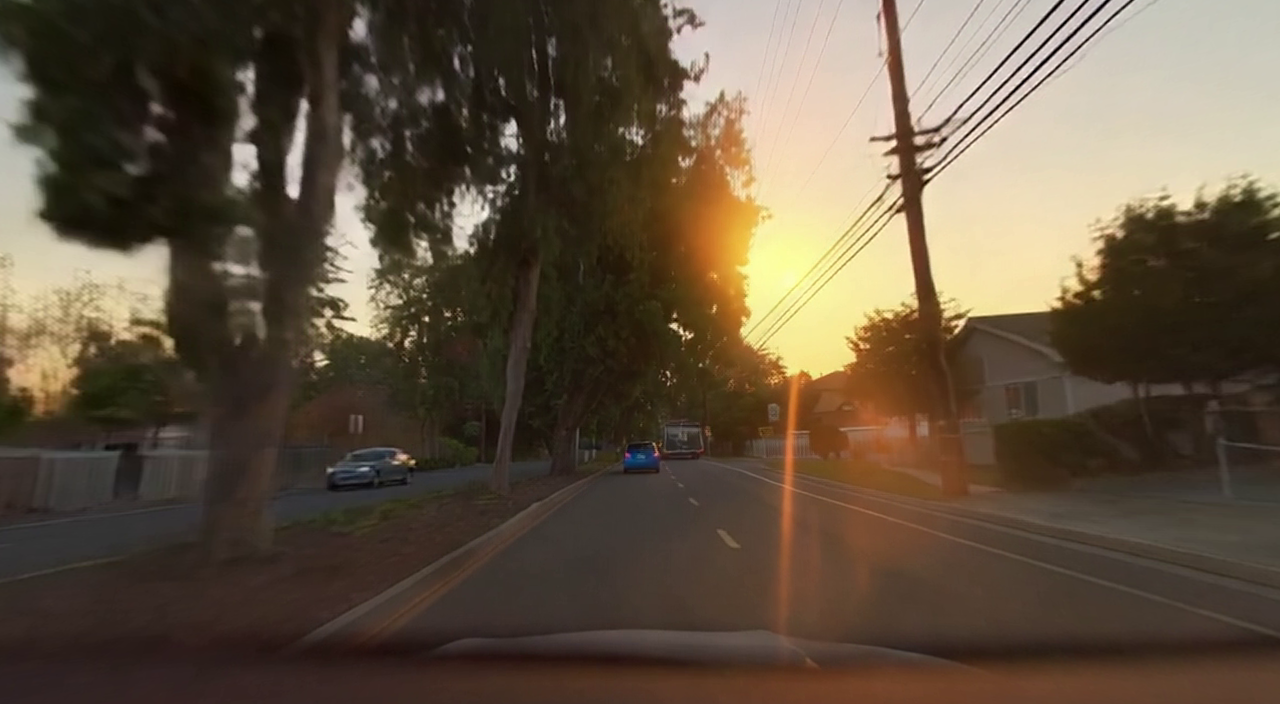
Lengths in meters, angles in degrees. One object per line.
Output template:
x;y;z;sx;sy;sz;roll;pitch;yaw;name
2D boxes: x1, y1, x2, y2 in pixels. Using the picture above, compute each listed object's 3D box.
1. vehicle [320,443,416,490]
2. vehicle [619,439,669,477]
-11.342;4.782;26.726;1.951;1.795;4.579;0;-8;1;vehicle
0.177;4.604;27.640;2.018;1.511;3.993;0;-8;0;vehicle
